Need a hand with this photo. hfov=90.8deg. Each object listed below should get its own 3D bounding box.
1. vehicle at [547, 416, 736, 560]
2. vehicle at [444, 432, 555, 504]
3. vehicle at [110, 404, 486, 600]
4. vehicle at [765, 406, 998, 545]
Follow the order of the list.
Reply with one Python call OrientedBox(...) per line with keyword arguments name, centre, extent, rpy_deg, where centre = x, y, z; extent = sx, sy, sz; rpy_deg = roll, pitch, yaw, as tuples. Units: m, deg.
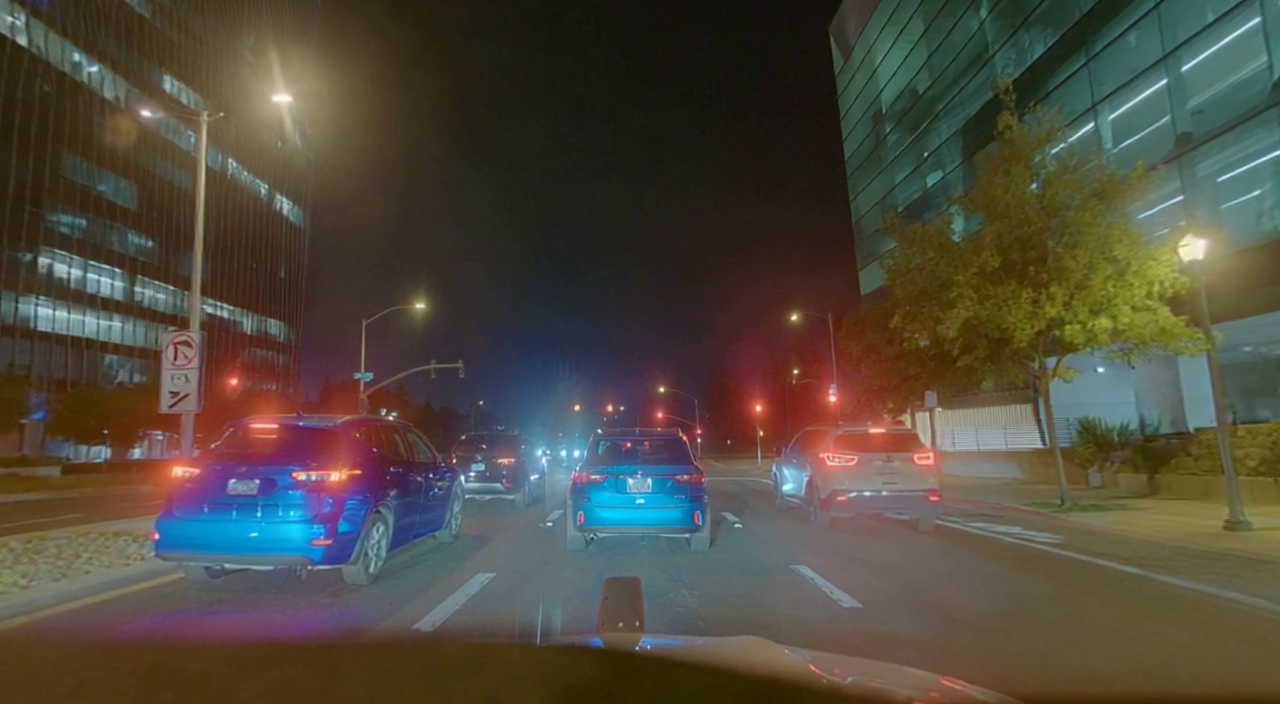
OrientedBox(name="vehicle", centre=(-0.016, 1.898, 9.516), extent=(2.207, 1.659, 4.155), rpy_deg=(0, -8, -1))
OrientedBox(name="vehicle", centre=(-3.625, 3.067, 17.183), extent=(2.068, 1.678, 4.199), rpy_deg=(0, -8, 0))
OrientedBox(name="vehicle", centre=(-3.532, 1.634, 7.769), extent=(2.083, 1.691, 4.398), rpy_deg=(0, -8, 1))
OrientedBox(name="vehicle", centre=(3.661, 1.966, 10.703), extent=(2.026, 1.819, 4.579), rpy_deg=(0, -8, -1))
